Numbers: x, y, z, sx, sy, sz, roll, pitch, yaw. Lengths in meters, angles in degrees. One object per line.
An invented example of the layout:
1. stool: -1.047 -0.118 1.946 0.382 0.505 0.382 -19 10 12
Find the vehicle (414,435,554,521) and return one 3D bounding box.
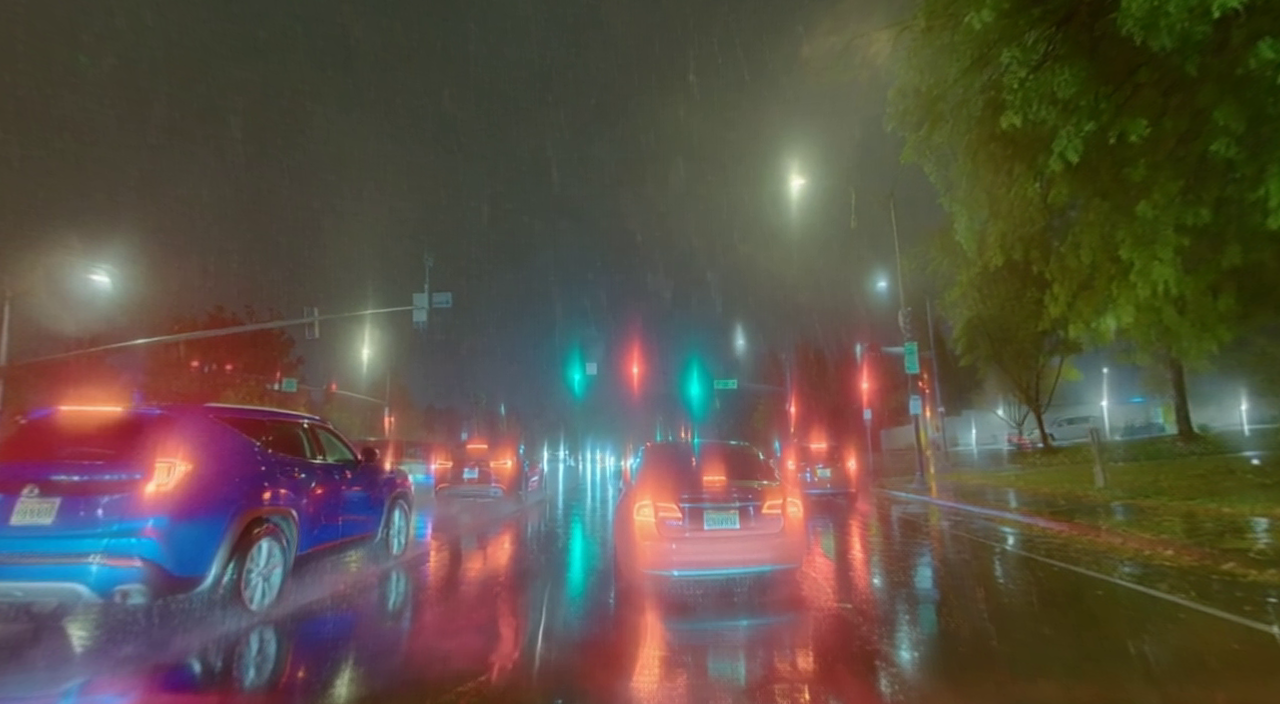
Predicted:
1. vehicle: -3.069 2.567 13.336 1.868 1.516 4.114 0 -8 1

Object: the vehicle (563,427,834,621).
1. vehicle: 0.438 1.602 6.800 2.051 1.460 3.932 0 -8 0

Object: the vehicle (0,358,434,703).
1. vehicle: -3.453 1.225 5.279 1.889 1.767 4.289 0 -8 1

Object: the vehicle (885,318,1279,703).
1. vehicle: 3.042 0.917 3.043 1.880 1.747 4.500 0 -8 0
